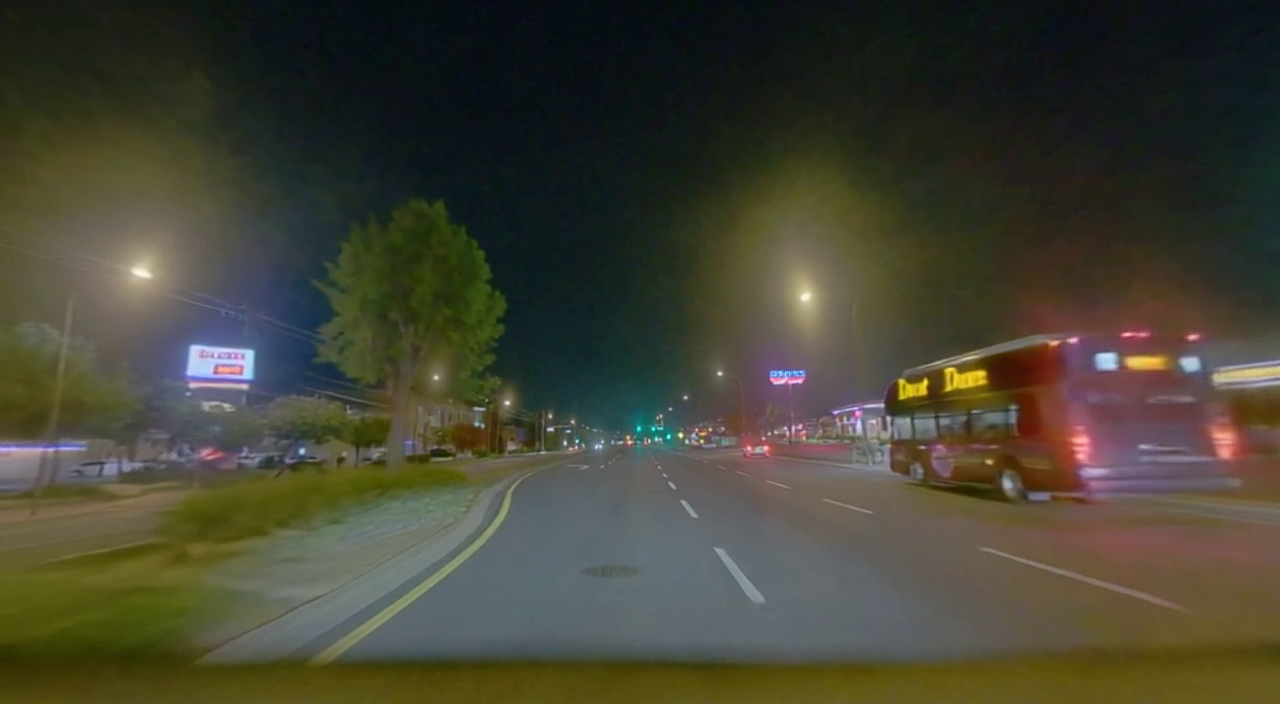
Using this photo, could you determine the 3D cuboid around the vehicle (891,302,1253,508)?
[{"bbox_3d":[9.784,1.580,16.168,3.017,3.888,8.508,0,-8,-1],"label":"vehicle"}]
